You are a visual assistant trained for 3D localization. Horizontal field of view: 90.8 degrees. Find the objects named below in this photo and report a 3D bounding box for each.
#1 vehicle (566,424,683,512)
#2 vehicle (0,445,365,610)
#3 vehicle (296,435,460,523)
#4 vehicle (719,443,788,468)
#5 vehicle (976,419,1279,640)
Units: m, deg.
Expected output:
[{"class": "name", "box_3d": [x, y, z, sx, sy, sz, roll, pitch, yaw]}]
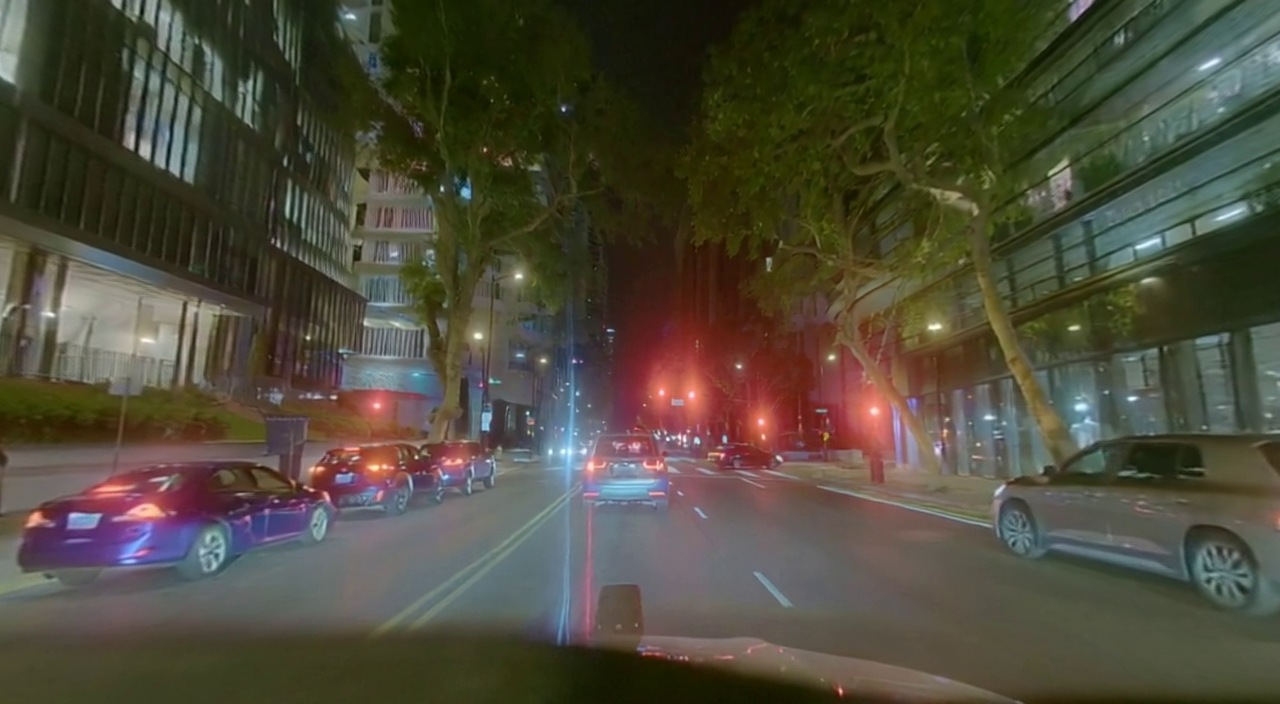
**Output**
[{"class": "vehicle", "box_3d": [-0.278, 2.555, 14.276, 2.258, 1.687, 3.934, -1, -9, 1]}, {"class": "vehicle", "box_3d": [-5.591, 1.945, 8.030, 1.841, 1.466, 4.364, -2, -9, 6]}, {"class": "vehicle", "box_3d": [-5.778, 2.830, 14.684, 1.904, 1.684, 4.529, 0, -9, -1]}, {"class": "vehicle", "box_3d": [7.560, 6.864, 41.921, 4.638, 1.555, 1.824, 6, -11, -36]}, {"class": "vehicle", "box_3d": [5.958, 1.681, 6.912, 2.004, 1.699, 4.525, 0, -9, -1]}]
